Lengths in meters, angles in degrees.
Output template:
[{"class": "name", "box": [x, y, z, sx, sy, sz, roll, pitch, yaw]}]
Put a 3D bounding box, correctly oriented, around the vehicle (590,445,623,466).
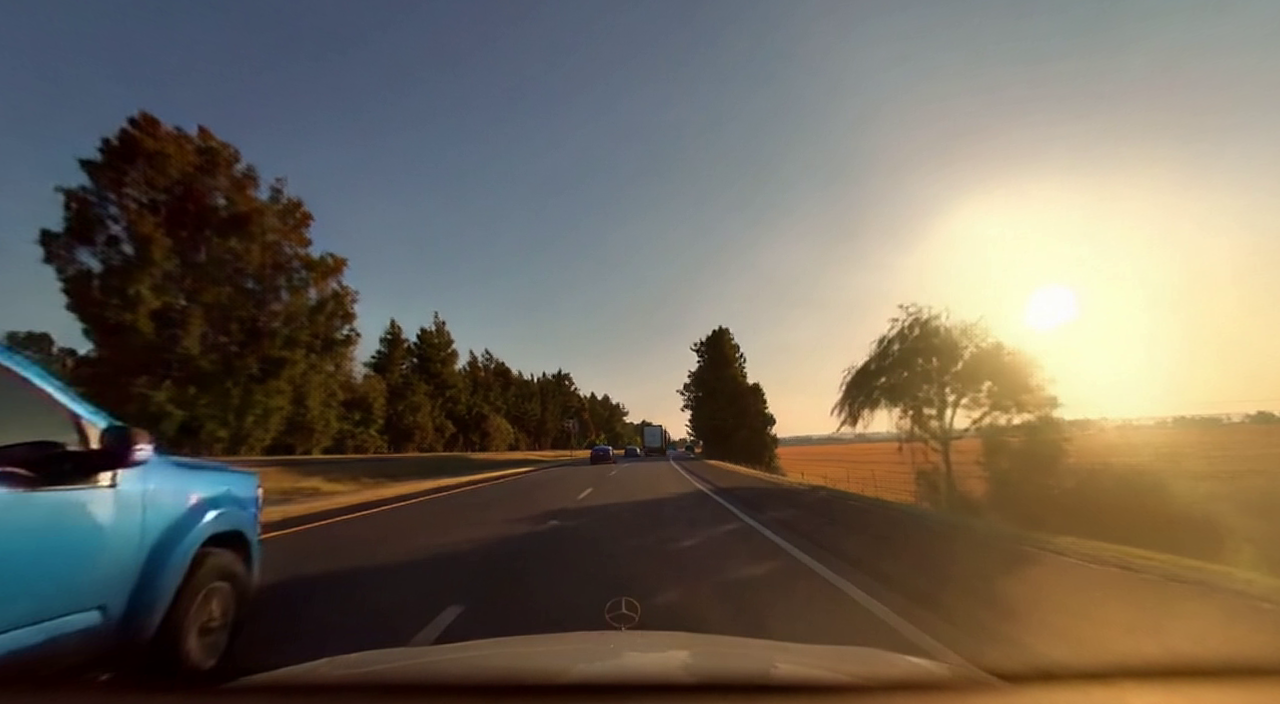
[{"class": "vehicle", "box": [-2.540, 8.039, 48.927, 2.199, 1.555, 4.451, 0, -9, 2]}]
